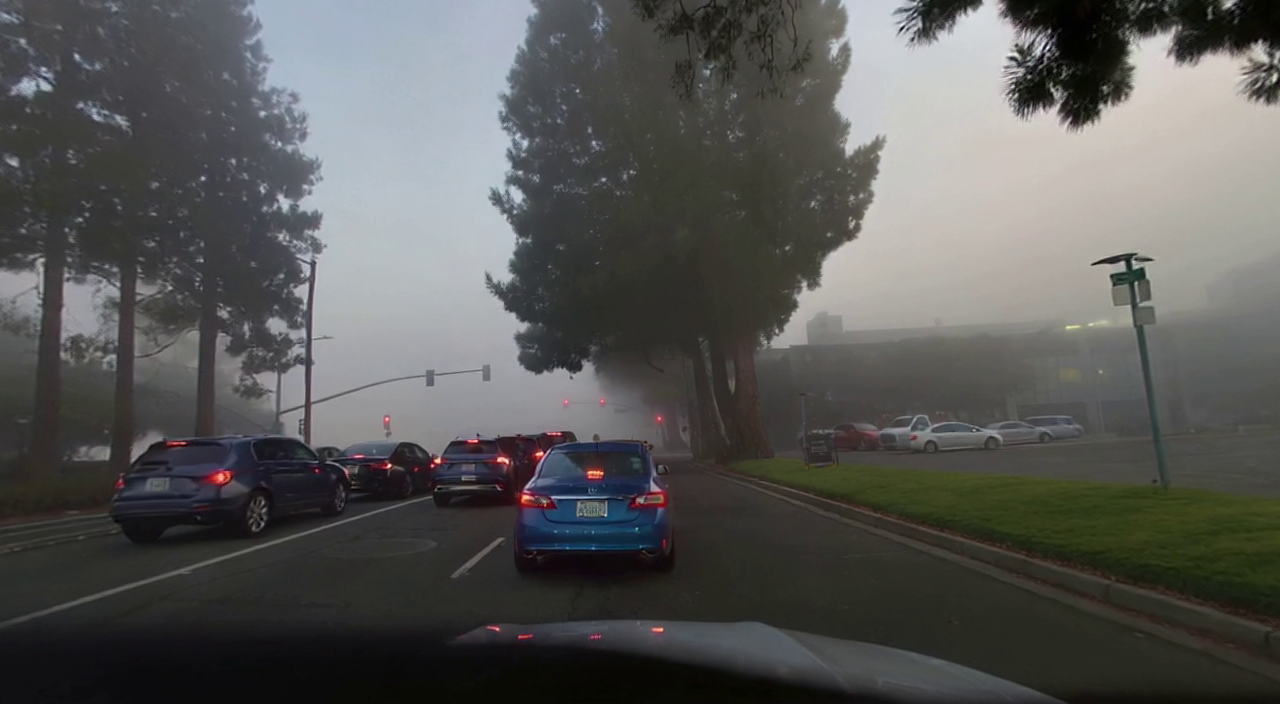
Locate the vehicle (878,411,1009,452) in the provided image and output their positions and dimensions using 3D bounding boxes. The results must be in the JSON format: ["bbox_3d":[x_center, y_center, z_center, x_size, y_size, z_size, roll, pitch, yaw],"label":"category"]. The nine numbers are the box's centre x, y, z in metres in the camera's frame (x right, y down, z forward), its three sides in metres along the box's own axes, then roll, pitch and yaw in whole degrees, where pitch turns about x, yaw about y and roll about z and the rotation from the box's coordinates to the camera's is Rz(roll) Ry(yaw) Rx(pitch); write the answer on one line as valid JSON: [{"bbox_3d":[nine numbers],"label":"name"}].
[{"bbox_3d":[13.922,3.701,29.227,4.975,1.809,1.956,0,-9,1],"label":"vehicle"}]

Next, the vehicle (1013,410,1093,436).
[{"bbox_3d":[30.239,5.259,46.454,4.627,1.671,1.929,-5,-10,28],"label":"vehicle"}]

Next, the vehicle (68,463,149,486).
[{"bbox_3d":[-36.376,8.389,43.295,3.918,1.423,1.861,0,-9,1],"label":"vehicle"}]

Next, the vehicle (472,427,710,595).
[{"bbox_3d":[-0.420,1.712,7.631,2.104,1.472,3.946,0,-9,1],"label":"vehicle"}]

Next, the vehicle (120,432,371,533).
[{"bbox_3d":[-7.275,2.431,12.356,2.096,1.593,4.288,0,-9,1],"label":"vehicle"}]

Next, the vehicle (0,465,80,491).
[{"bbox_3d":[-36.610,7.555,37.930,4.093,1.440,1.804,0,-9,-2],"label":"vehicle"}]
